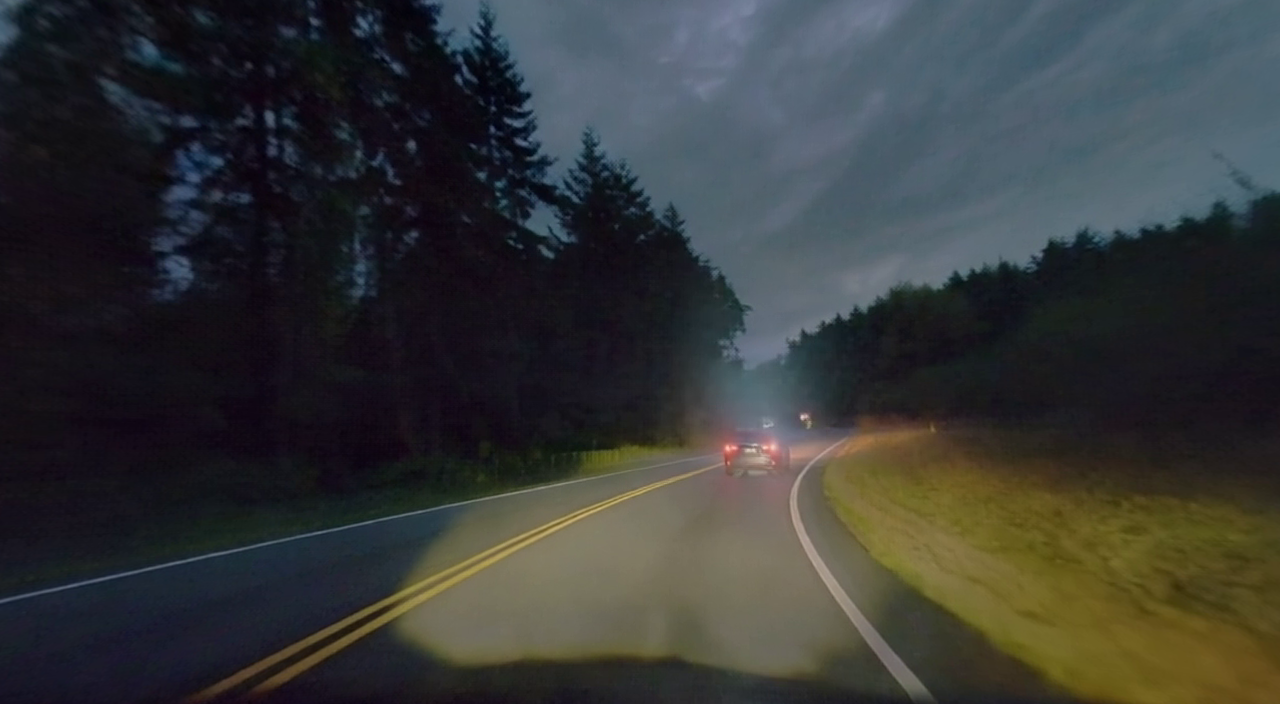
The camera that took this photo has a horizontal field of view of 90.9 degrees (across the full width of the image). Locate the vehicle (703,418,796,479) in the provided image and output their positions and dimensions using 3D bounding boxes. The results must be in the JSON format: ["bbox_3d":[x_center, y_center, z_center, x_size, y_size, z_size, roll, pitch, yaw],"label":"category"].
[{"bbox_3d":[3.418,2.891,19.008,2.274,1.583,4.349,-2,-9,15],"label":"vehicle"}]
